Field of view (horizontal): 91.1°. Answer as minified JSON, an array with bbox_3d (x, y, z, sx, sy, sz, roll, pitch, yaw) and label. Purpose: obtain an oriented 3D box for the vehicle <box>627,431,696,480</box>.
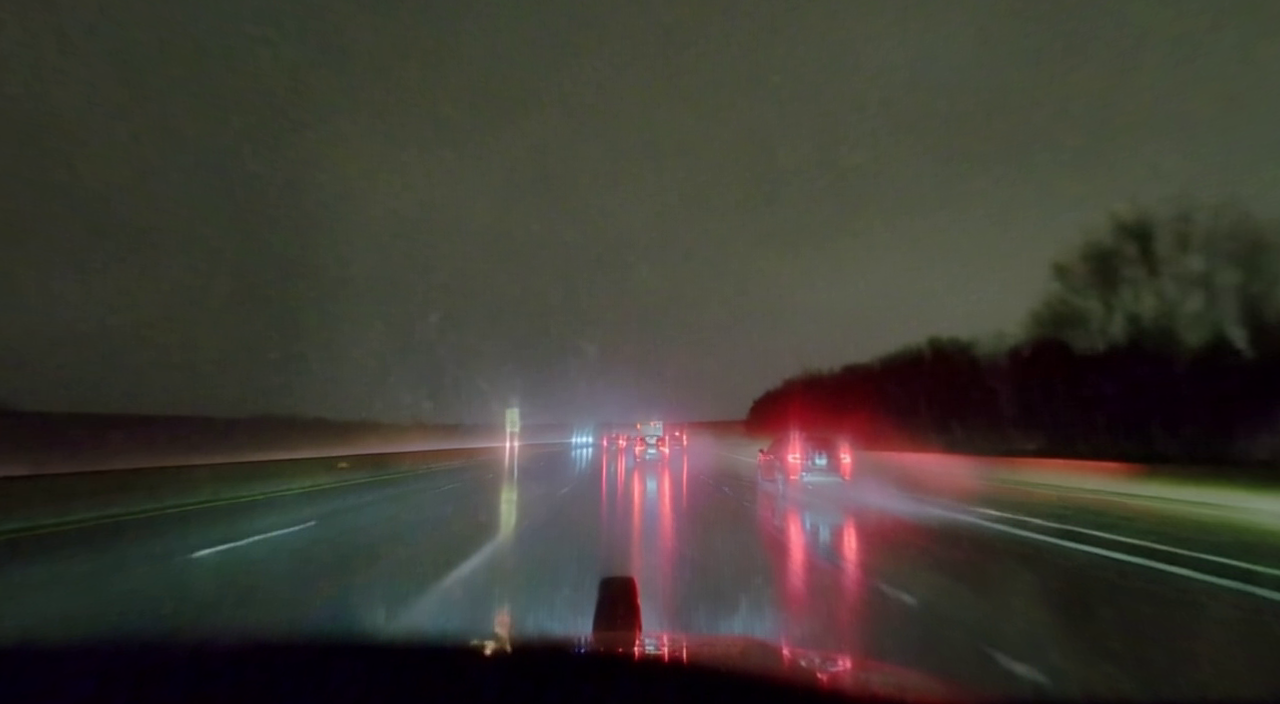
[{"bbox_3d":[0.592,3.373,20.873,2.046,1.467,3.844,0,-8,-2],"label":"vehicle"}]
